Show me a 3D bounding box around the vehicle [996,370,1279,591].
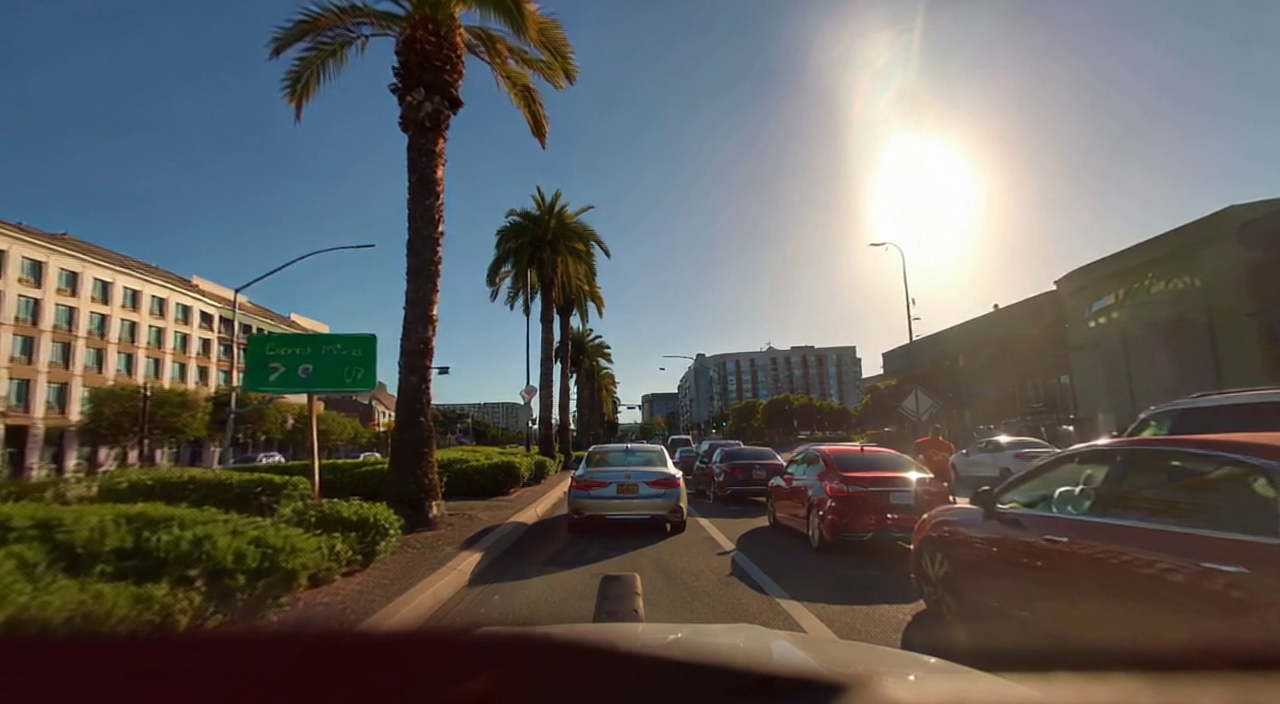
[{"bbox_3d":[7.221,1.504,7.945,2.254,2.072,5.577,0,-8,1],"label":"vehicle"}]

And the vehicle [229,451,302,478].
[{"bbox_3d":[-23.576,7.095,39.966,1.874,1.551,4.512,0,-8,0],"label":"vehicle"}]

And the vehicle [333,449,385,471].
[{"bbox_3d":[-20.863,8.015,47.047,1.930,1.448,4.256,0,-8,0],"label":"vehicle"}]

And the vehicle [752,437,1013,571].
[{"bbox_3d":[3.071,2.003,9.225,1.925,1.451,4.436,0,-8,-2],"label":"vehicle"}]

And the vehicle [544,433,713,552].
[{"bbox_3d":[-0.160,2.093,10.094,2.158,1.498,3.919,0,-8,0],"label":"vehicle"}]

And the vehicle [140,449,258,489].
[{"bbox_3d":[-20.488,5.416,29.668,2.053,1.631,4.900,0,-8,-1],"label":"vehicle"}]
